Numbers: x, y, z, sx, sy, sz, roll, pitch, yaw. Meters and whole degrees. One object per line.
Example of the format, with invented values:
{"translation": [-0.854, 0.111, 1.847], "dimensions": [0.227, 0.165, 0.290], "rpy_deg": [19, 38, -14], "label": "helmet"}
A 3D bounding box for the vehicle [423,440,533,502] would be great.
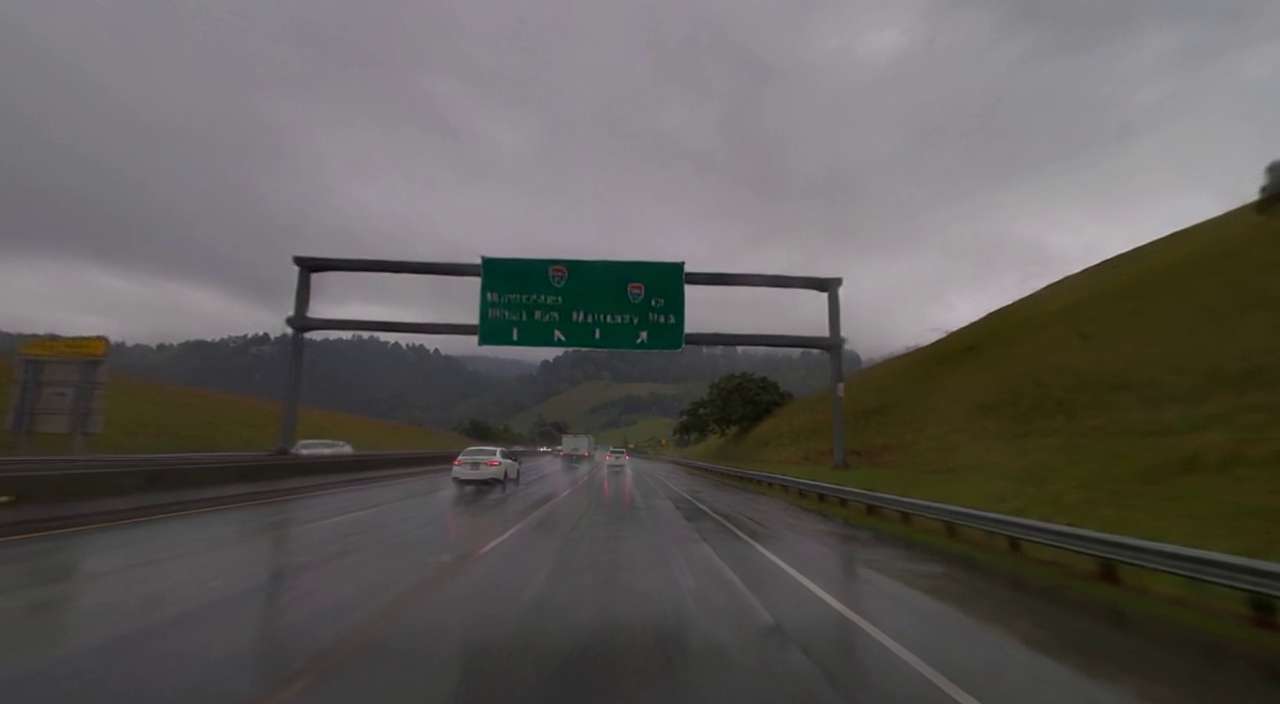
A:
{"translation": [-4.653, 3.481, 18.867], "dimensions": [2.208, 1.619, 4.162], "rpy_deg": [0, -9, -1], "label": "vehicle"}

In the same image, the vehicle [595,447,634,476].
{"translation": [-1.415, 6.002, 34.810], "dimensions": [1.988, 1.440, 4.201], "rpy_deg": [0, -9, -3], "label": "vehicle"}

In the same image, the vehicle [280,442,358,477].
{"translation": [-15.402, 5.171, 30.509], "dimensions": [1.869, 1.545, 3.739], "rpy_deg": [0, -9, -2], "label": "vehicle"}

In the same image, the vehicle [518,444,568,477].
{"translation": [-5.202, 5.865, 34.292], "dimensions": [2.118, 1.624, 4.032], "rpy_deg": [0, -9, -1], "label": "vehicle"}
